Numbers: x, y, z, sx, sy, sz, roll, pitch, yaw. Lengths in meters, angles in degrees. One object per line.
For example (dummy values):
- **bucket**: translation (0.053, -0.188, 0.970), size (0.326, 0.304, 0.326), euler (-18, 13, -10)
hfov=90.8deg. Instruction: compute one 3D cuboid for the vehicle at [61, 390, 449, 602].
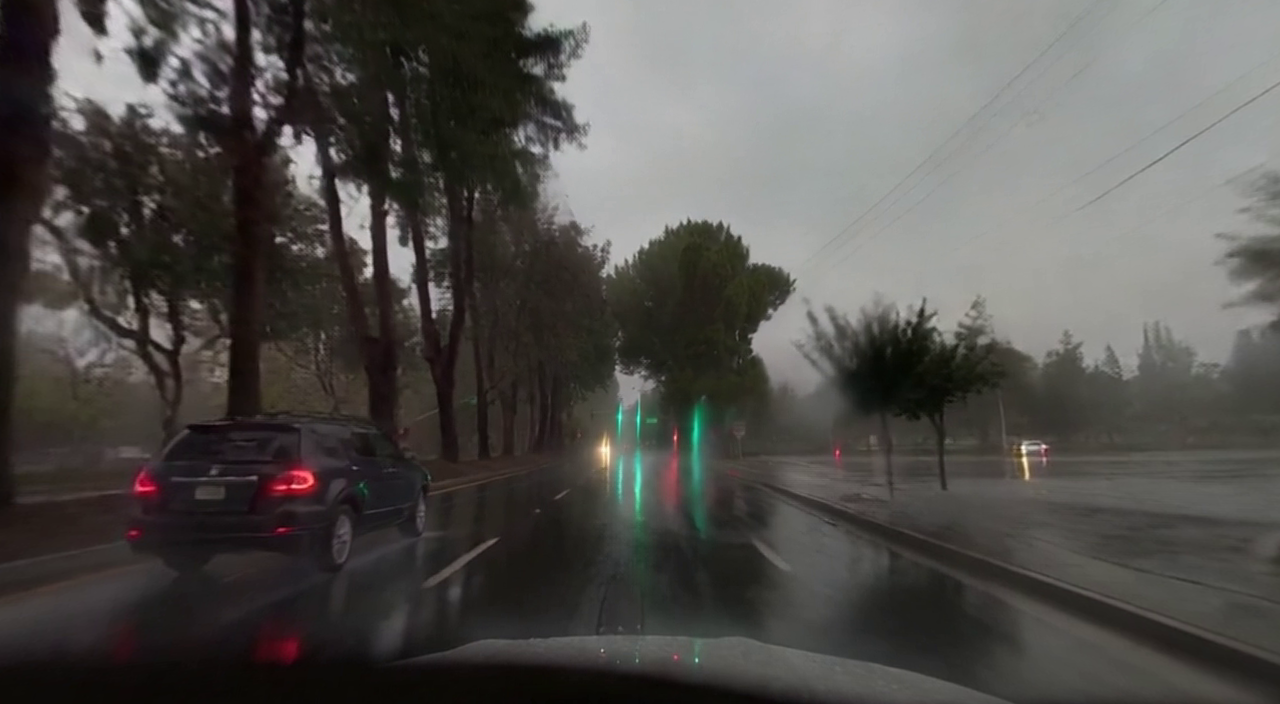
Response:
- **vehicle**: translation (-3.838, 1.500, 7.335), size (2.018, 1.769, 3.897), euler (0, -8, -1)
